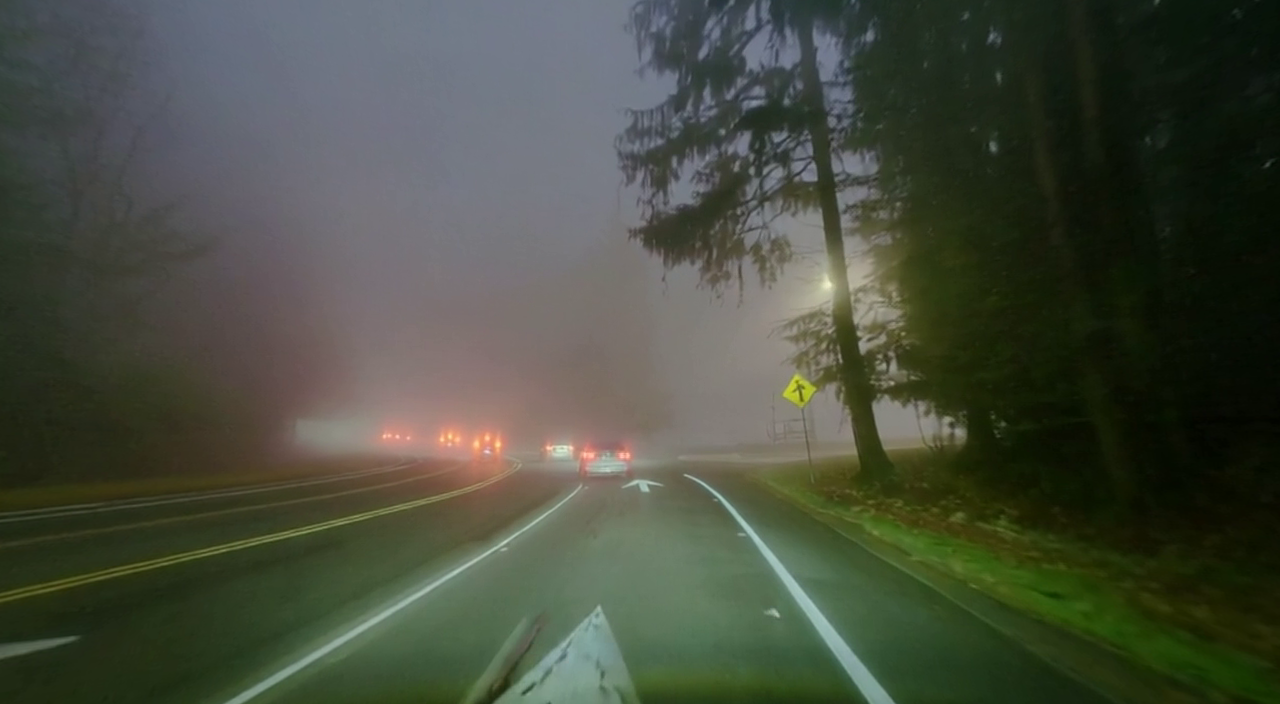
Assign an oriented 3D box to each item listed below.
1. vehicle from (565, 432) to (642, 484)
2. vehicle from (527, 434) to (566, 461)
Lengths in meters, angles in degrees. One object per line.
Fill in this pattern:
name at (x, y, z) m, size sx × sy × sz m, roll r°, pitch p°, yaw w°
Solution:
vehicle at (-1.306, 3.454, 20.782) m, size 2.296 × 1.510 × 4.068 m, roll 1°, pitch -8°, yaw -6°
vehicle at (-5.609, 5.655, 37.333) m, size 2.080 × 1.530 × 3.719 m, roll 1°, pitch -8°, yaw -11°
